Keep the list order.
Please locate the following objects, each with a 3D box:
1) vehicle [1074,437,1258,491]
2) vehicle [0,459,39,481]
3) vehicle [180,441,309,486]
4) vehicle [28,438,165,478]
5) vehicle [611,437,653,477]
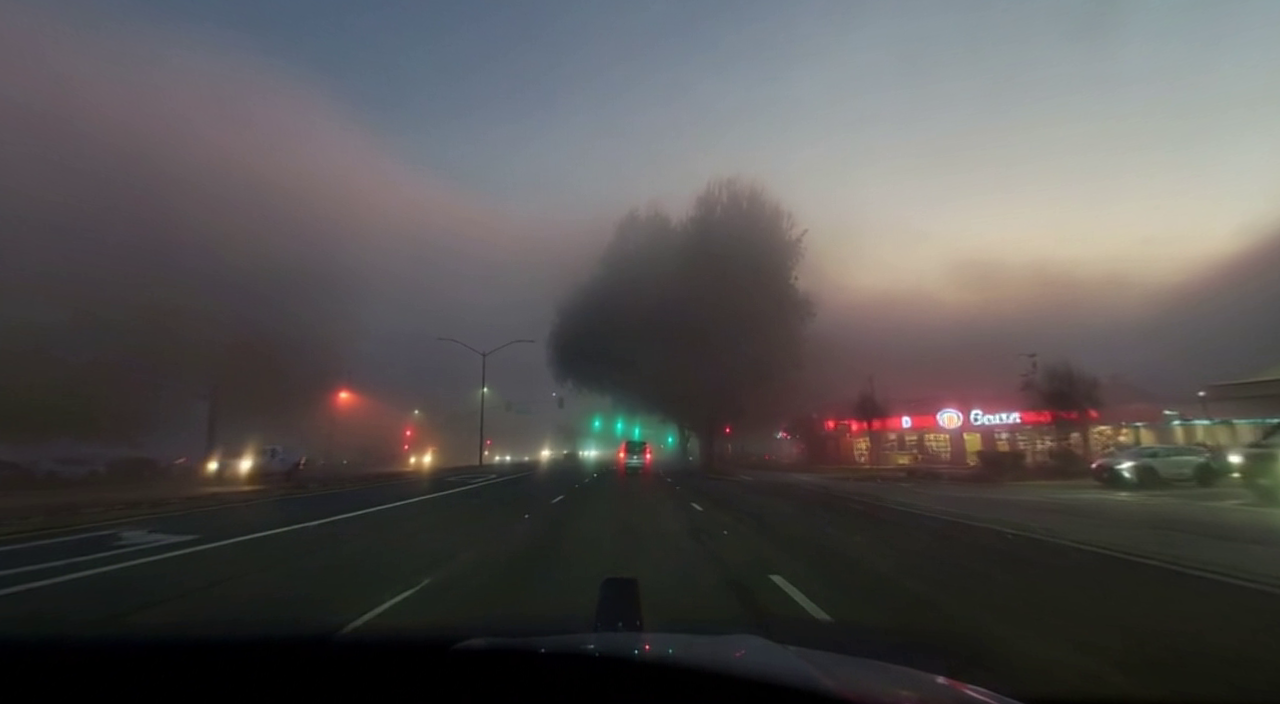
[{"bbox_3d":[16.120,3.455,19.510,4.026,1.463,1.826,-1,-10,-2],"label":"vehicle"},{"bbox_3d":[-45.556,8.384,44.994,1.750,1.432,3.827,0,-9,-1],"label":"vehicle"},{"bbox_3d":[-20.083,5.671,32.581,2.492,2.083,6.312,0,-9,0],"label":"vehicle"},{"bbox_3d":[-33.006,6.457,38.620,5.508,2.313,2.818,2,-9,-14],"label":"vehicle"},{"bbox_3d":[-0.396,5.617,34.008,2.096,1.961,4.259,0,-9,0],"label":"vehicle"}]
